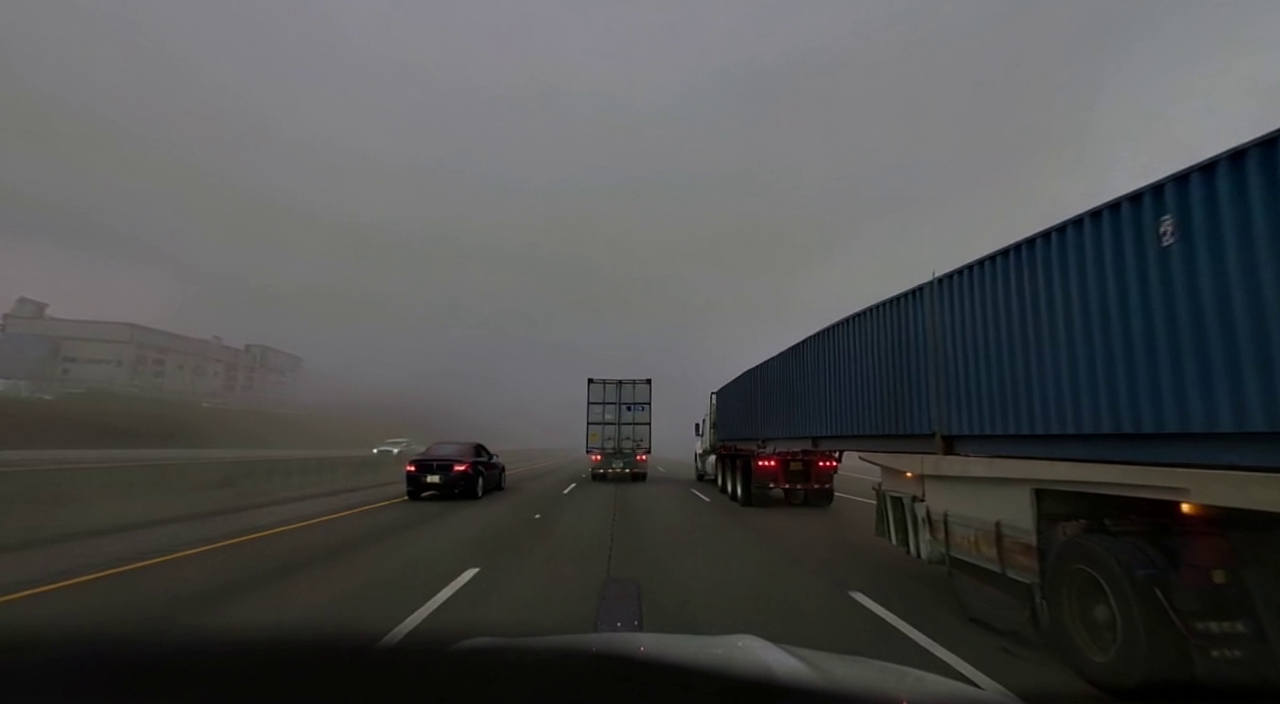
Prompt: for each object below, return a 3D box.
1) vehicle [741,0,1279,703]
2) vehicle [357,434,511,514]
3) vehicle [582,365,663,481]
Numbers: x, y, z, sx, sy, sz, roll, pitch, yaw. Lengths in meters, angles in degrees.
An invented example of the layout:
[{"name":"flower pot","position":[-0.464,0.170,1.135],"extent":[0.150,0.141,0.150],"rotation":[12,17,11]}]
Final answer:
[{"name":"vehicle","position":[3.745,0.387,7.670],"extent":[2.803,4.072,12.744],"rotation":[0,-8,-1]},{"name":"vehicle","position":[-4.346,2.637,14.239],"extent":[1.994,1.471,4.591],"rotation":[0,-9,-1]},{"name":"vehicle","position":[-0.579,3.400,28.543],"extent":[2.841,4.071,12.046],"rotation":[-1,-9,1]}]
